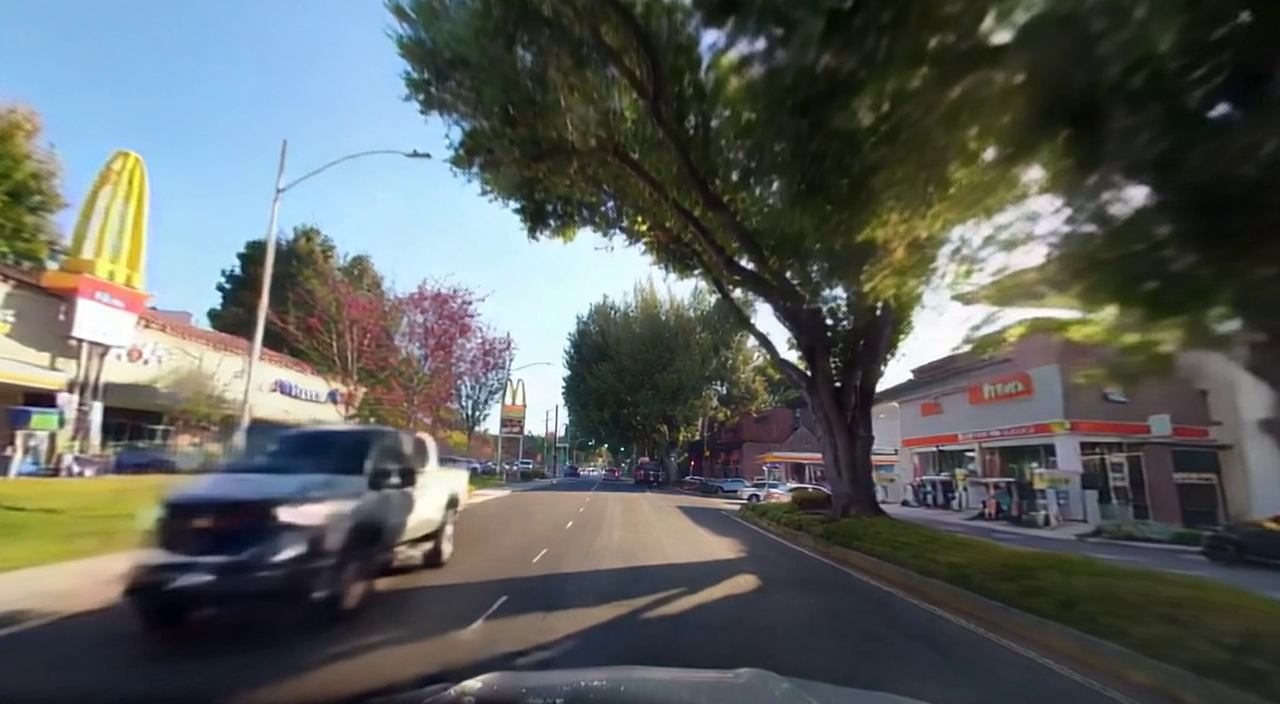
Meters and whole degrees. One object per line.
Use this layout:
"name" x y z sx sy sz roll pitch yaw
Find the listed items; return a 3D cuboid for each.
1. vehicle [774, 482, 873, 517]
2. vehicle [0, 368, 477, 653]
"vehicle" 9.022 7.285 31.225 4.316 1.462 1.921 2 -10 -4
"vehicle" -3.440 1.504 6.784 2.165 1.889 4.825 2 -10 -2
